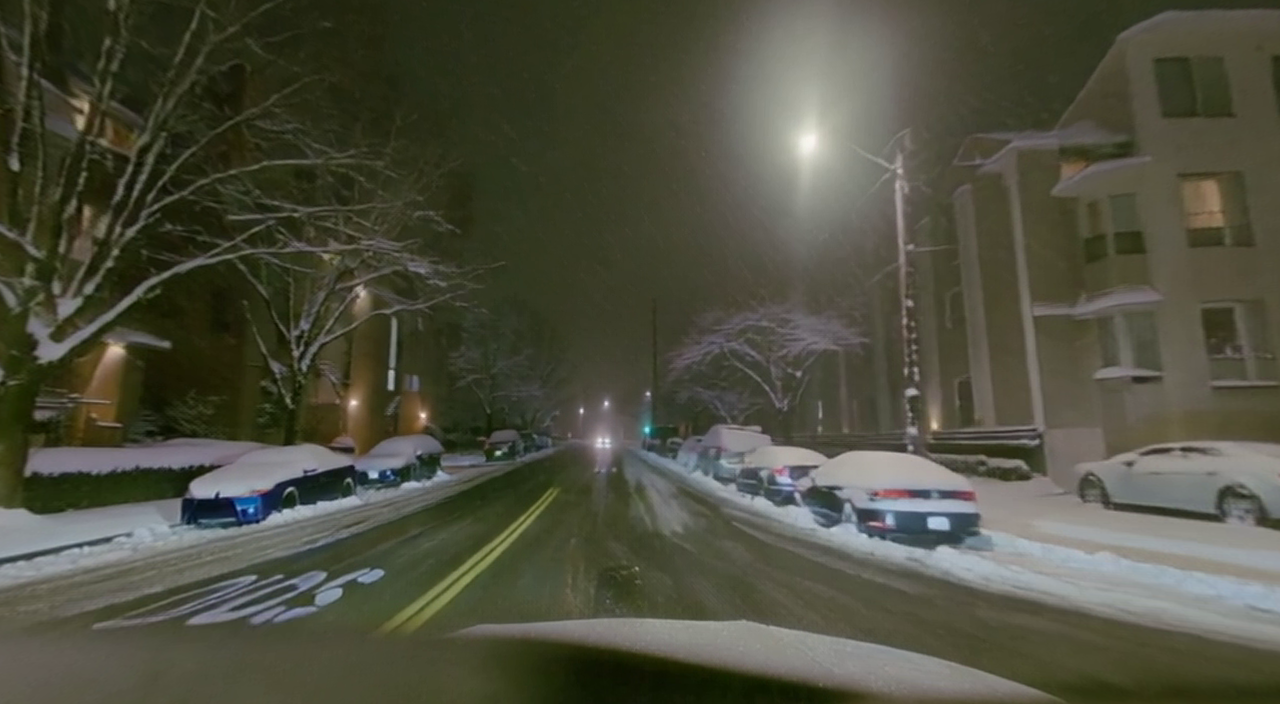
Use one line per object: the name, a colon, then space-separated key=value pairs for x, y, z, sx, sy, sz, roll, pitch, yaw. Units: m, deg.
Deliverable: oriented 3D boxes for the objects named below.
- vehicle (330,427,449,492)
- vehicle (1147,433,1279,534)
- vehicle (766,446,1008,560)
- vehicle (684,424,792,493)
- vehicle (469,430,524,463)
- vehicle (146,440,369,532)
vehicle: x=-8.255 y=3.645 z=21.395 sx=2.235 sy=1.802 sz=5.138 roll=-2 pitch=-10 yaw=-4
vehicle: x=10.885 y=2.036 z=10.067 sx=3.821 sy=1.417 sz=2.061 roll=1 pitch=-9 yaw=-4
vehicle: x=3.590 y=2.258 z=10.322 sx=1.977 sy=1.410 sz=4.744 roll=0 pitch=-9 yaw=-1
vehicle: x=3.065 y=3.554 z=21.366 sx=2.365 sy=1.970 sz=6.011 roll=0 pitch=-9 yaw=-3
vehicle: x=-8.910 y=6.007 z=39.639 sx=2.384 sy=1.781 sz=5.492 roll=-3 pitch=-10 yaw=-2
vehicle: x=-7.685 y=2.700 z=13.324 sx=2.067 sy=1.510 sz=4.501 roll=-2 pitch=-9 yaw=-3
